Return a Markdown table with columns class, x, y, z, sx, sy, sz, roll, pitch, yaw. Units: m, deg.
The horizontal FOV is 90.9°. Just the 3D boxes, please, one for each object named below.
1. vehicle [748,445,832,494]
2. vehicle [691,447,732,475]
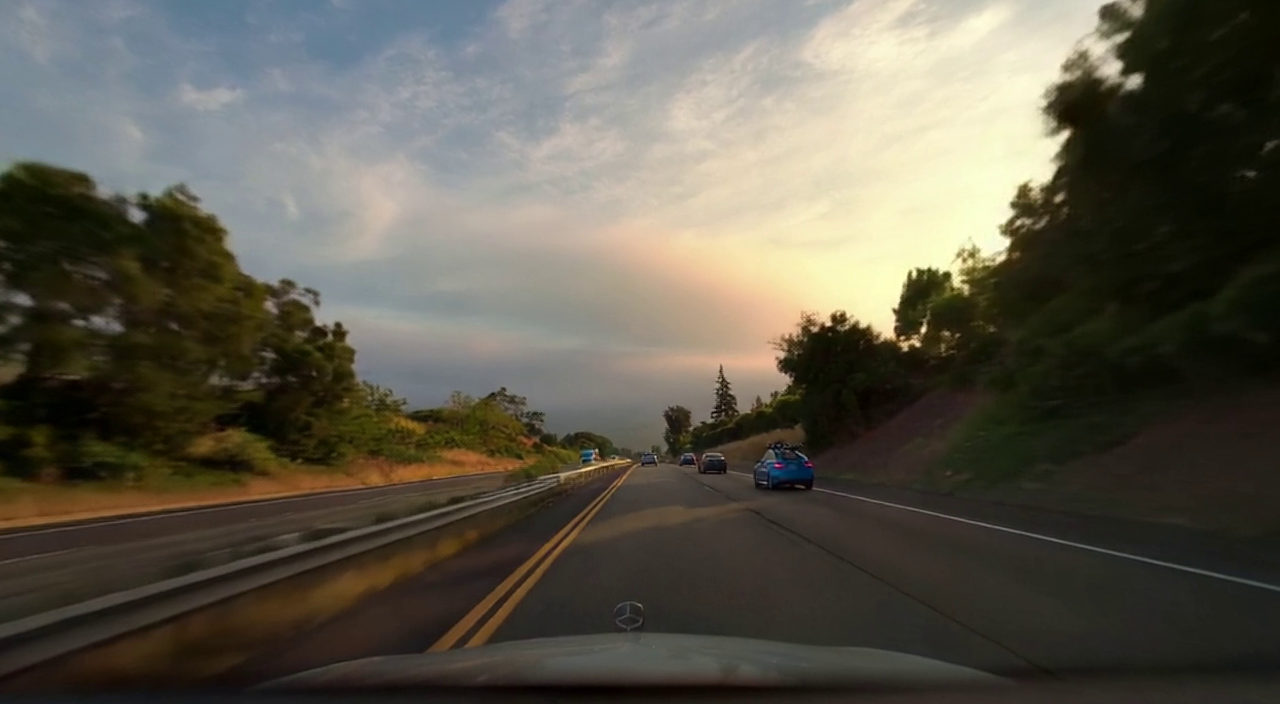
| class | x | y | z | sx | sy | sz | roll | pitch | yaw |
| --- | --- | --- | --- | --- | --- | --- | --- | --- | --- |
| vehicle | 5.125 | 4.066 | 22.081 | 1.964 | 1.513 | 3.707 | 0 | -9 | -1 |
| vehicle | 4.563 | 7.063 | 40.992 | 2.122 | 1.662 | 4.392 | 0 | -9 | 0 |
